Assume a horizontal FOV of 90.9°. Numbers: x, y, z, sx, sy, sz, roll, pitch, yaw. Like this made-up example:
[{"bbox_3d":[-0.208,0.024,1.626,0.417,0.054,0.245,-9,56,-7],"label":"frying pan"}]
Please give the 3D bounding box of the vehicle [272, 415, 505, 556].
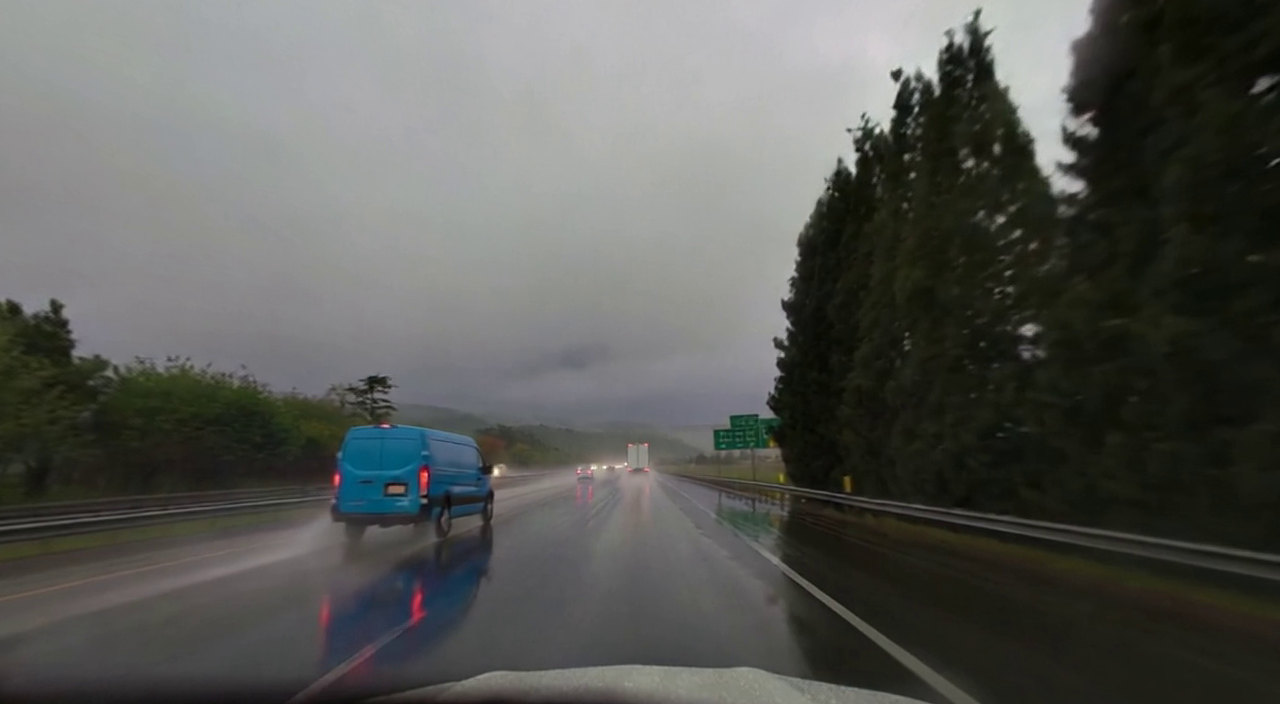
[{"bbox_3d":[-4.109,2.339,11.449,2.208,1.973,4.716,1,-10,0],"label":"vehicle"}]
